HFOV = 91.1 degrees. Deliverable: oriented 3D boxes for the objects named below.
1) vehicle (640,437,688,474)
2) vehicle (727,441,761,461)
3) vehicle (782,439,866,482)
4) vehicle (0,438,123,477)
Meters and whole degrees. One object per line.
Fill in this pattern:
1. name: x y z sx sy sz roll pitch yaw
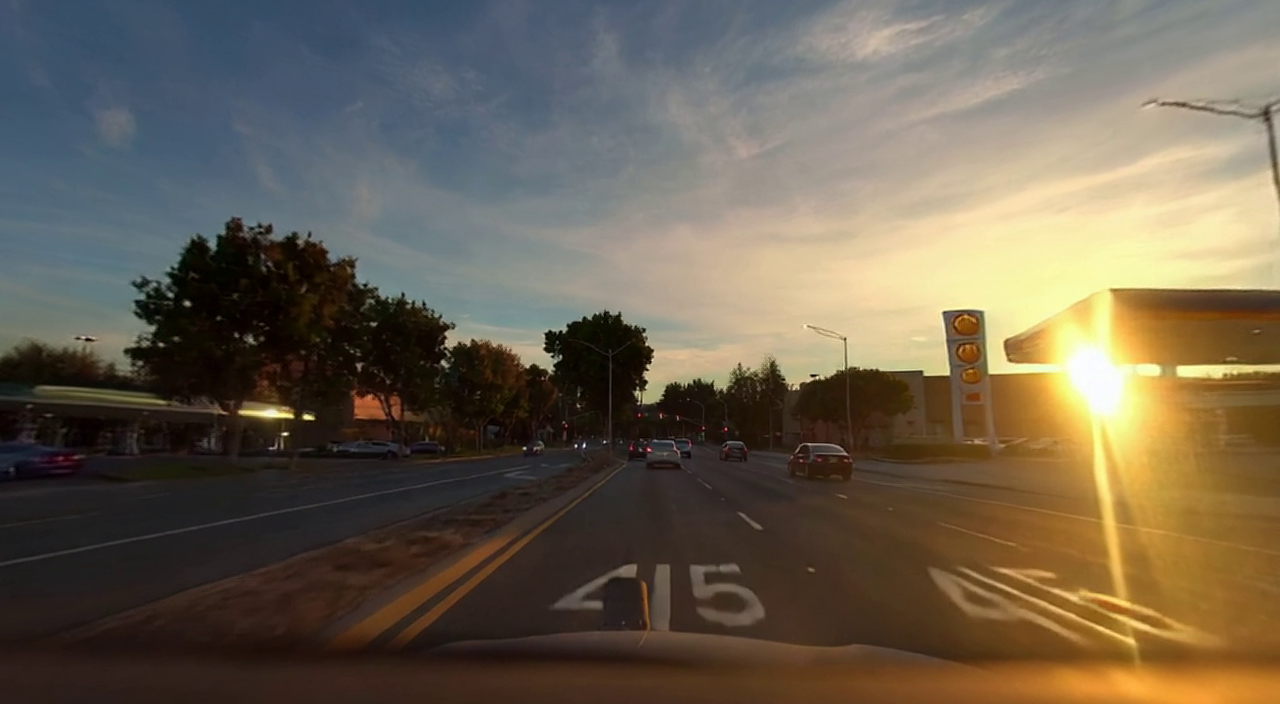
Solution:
1. vehicle: 0.993 4.523 27.761 1.971 1.479 4.493 0 -8 0
2. vehicle: 7.953 7.596 48.361 1.930 1.479 4.477 0 -8 0
3. vehicle: 6.940 4.115 24.182 1.918 1.484 4.456 0 -8 0
4. vehicle: -29.163 5.203 31.360 2.011 1.762 5.267 0 -8 3
